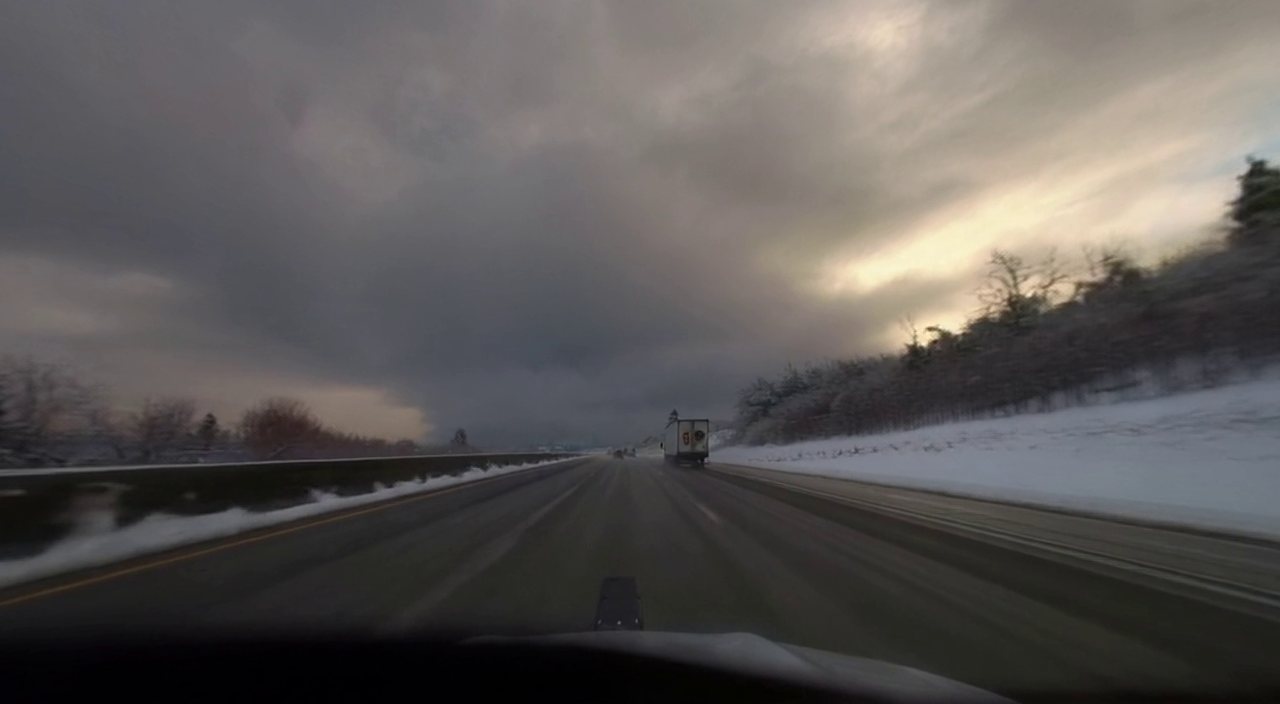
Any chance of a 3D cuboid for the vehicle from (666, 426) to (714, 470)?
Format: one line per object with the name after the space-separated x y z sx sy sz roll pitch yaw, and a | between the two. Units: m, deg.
3.199 6.312 41.322 2.527 2.682 4.082 0 -9 -4 | vehicle
